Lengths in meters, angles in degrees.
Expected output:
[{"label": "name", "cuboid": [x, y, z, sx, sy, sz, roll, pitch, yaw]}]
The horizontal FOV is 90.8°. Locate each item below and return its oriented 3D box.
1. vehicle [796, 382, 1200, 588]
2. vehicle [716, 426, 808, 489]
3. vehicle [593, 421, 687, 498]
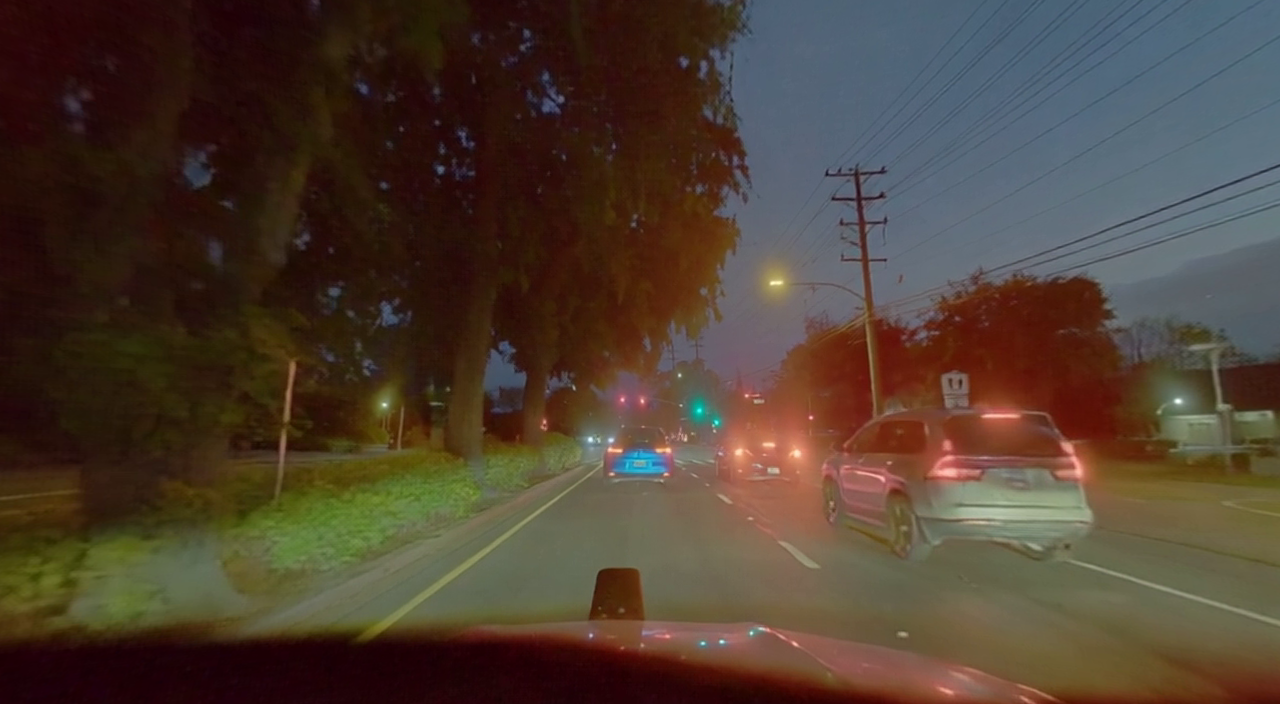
[{"label": "vehicle", "cuboid": [3.864, 1.549, 8.242, 2.254, 1.840, 4.918, 0, -8, -1]}, {"label": "vehicle", "cuboid": [3.500, 3.102, 18.793, 1.923, 1.653, 3.703, 0, -8, -1]}, {"label": "vehicle", "cuboid": [-0.029, 2.762, 16.607, 2.163, 1.746, 4.073, 0, -8, -1]}]
